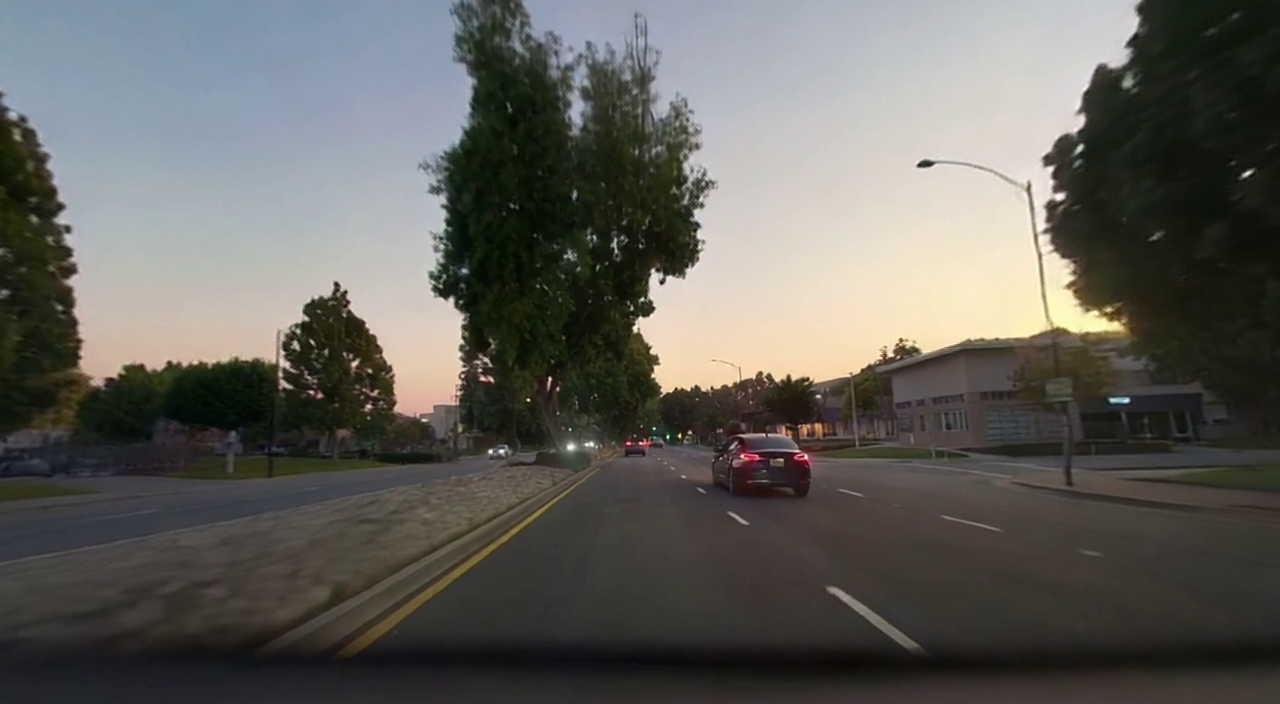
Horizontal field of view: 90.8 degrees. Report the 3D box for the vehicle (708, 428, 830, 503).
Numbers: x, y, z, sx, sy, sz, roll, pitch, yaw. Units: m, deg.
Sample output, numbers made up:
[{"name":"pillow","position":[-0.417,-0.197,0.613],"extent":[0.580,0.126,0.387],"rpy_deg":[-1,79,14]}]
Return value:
[{"name":"vehicle","position":[3.079,2.825,16.238],"extent":[1.995,1.616,4.729],"rpy_deg":[1,-8,-2]}]
